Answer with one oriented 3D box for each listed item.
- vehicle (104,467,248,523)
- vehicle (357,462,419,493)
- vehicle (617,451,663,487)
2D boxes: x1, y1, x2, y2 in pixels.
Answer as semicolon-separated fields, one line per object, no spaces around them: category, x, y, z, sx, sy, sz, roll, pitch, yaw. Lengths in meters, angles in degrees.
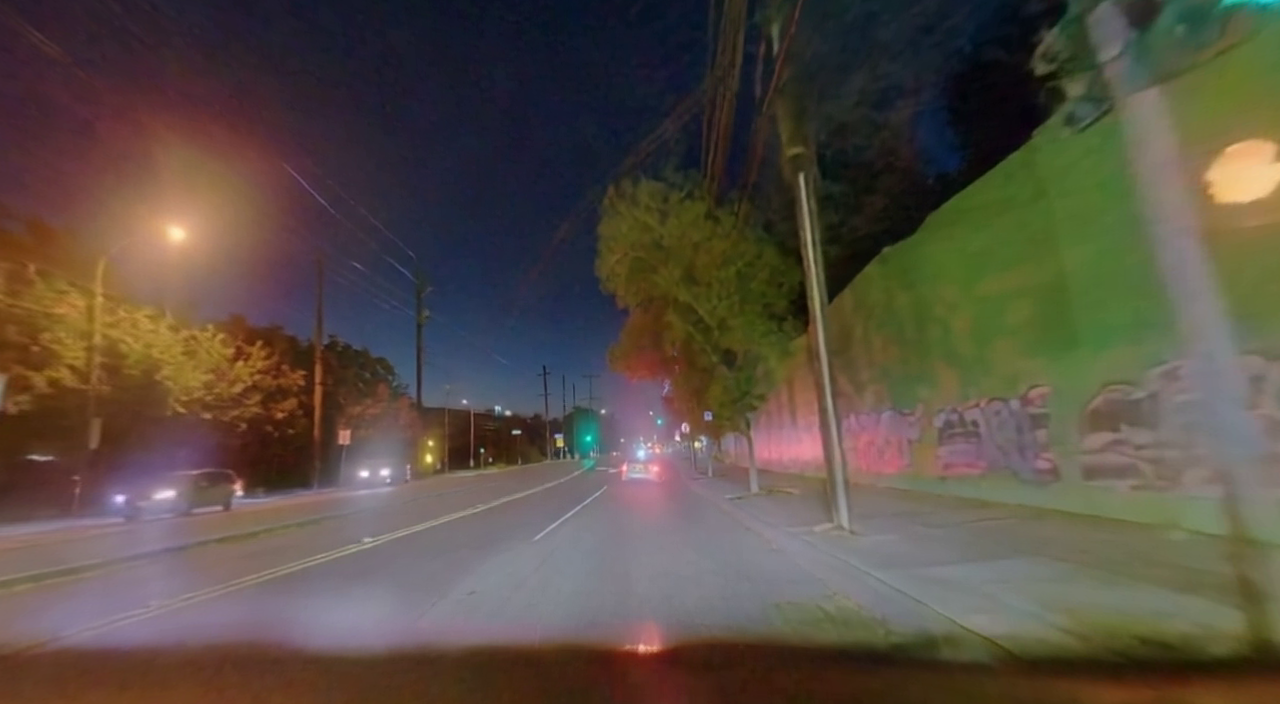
vehicle;-15.759;4.843;21.774;1.841;1.658;3.953;0;-10;1
vehicle;-15.678;7.773;39.519;1.952;1.698;4.493;-3;-10;1
vehicle;0.019;5.740;31.175;2.105;1.611;3.750;0;-10;1
